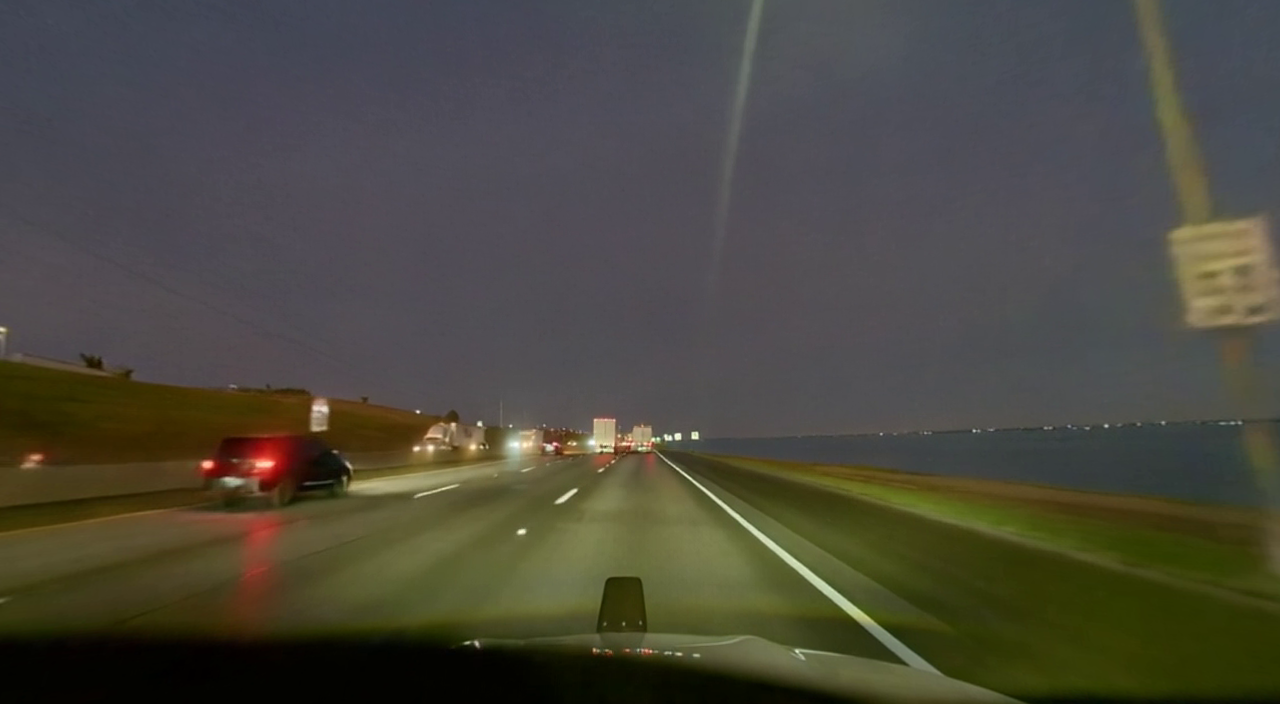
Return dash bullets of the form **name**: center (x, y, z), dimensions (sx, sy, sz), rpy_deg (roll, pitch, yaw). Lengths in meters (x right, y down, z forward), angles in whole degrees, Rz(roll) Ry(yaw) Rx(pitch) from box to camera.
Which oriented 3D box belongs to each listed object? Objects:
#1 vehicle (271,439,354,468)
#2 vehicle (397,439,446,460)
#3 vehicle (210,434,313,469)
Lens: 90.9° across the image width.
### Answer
- **vehicle**: center (-17.412, 5.413, 33.800), dimensions (2.060, 1.463, 4.385), rpy_deg (0, -8, 1)
- **vehicle**: center (-16.886, 7.542, 49.041), dimensions (2.008, 1.534, 4.910), rpy_deg (0, -8, 1)
- **vehicle**: center (-21.138, 5.585, 35.612), dimensions (2.165, 1.796, 5.831), rpy_deg (0, -8, 1)
